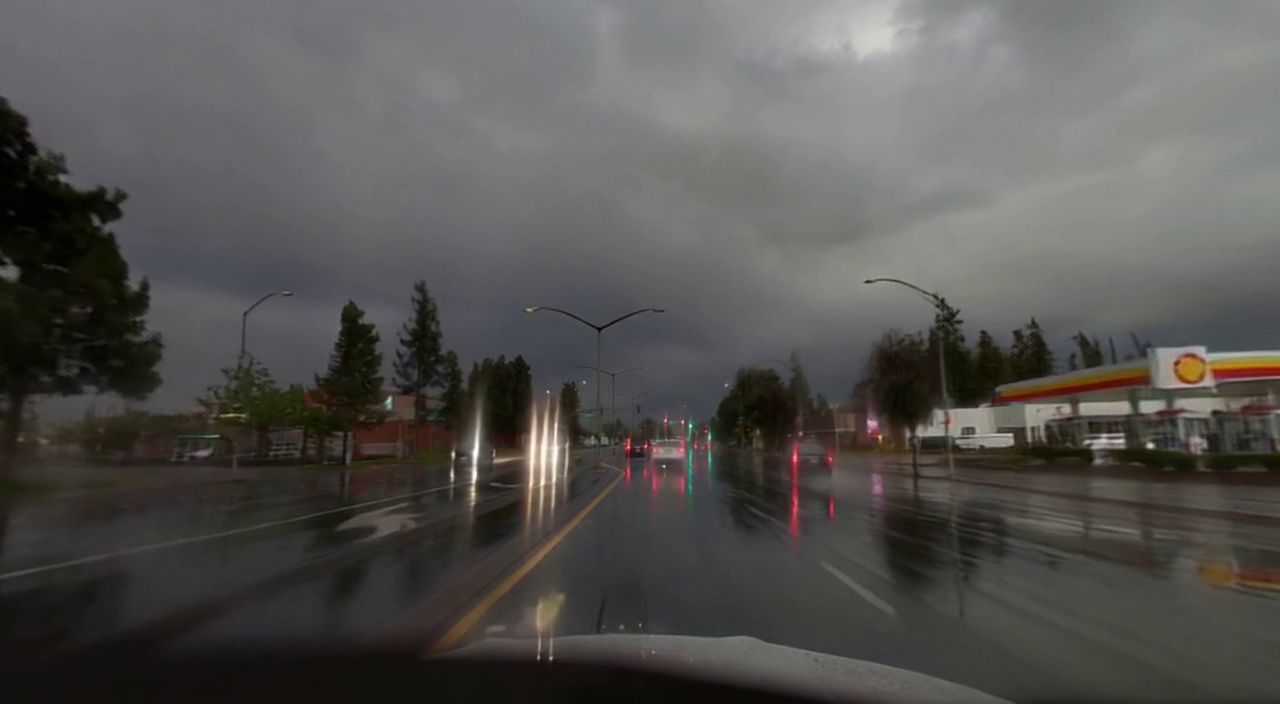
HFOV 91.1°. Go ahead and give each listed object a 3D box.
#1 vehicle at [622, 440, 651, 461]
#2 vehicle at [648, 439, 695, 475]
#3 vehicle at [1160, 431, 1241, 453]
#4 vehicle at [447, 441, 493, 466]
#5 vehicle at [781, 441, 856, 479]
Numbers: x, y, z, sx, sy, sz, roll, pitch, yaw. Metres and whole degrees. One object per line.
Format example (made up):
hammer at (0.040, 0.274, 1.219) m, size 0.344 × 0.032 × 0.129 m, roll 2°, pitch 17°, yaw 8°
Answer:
vehicle at (-0.327, 7.630, 48.680) m, size 2.074 × 1.575 × 4.326 m, roll 0°, pitch -8°, yaw -3°
vehicle at (1.388, 4.830, 29.108) m, size 1.971 × 1.479 × 4.493 m, roll 0°, pitch -8°, yaw 1°
vehicle at (39.378, 6.347, 44.267) m, size 1.719 × 1.450 × 4.559 m, roll 0°, pitch -8°, yaw 4°
vehicle at (-13.246, 7.910, 49.189) m, size 2.022 × 1.787 × 5.262 m, roll -1°, pitch -8°, yaw 1°
vehicle at (7.484, 4.548, 26.771) m, size 1.918 × 1.484 × 4.456 m, roll 0°, pitch -8°, yaw 0°
